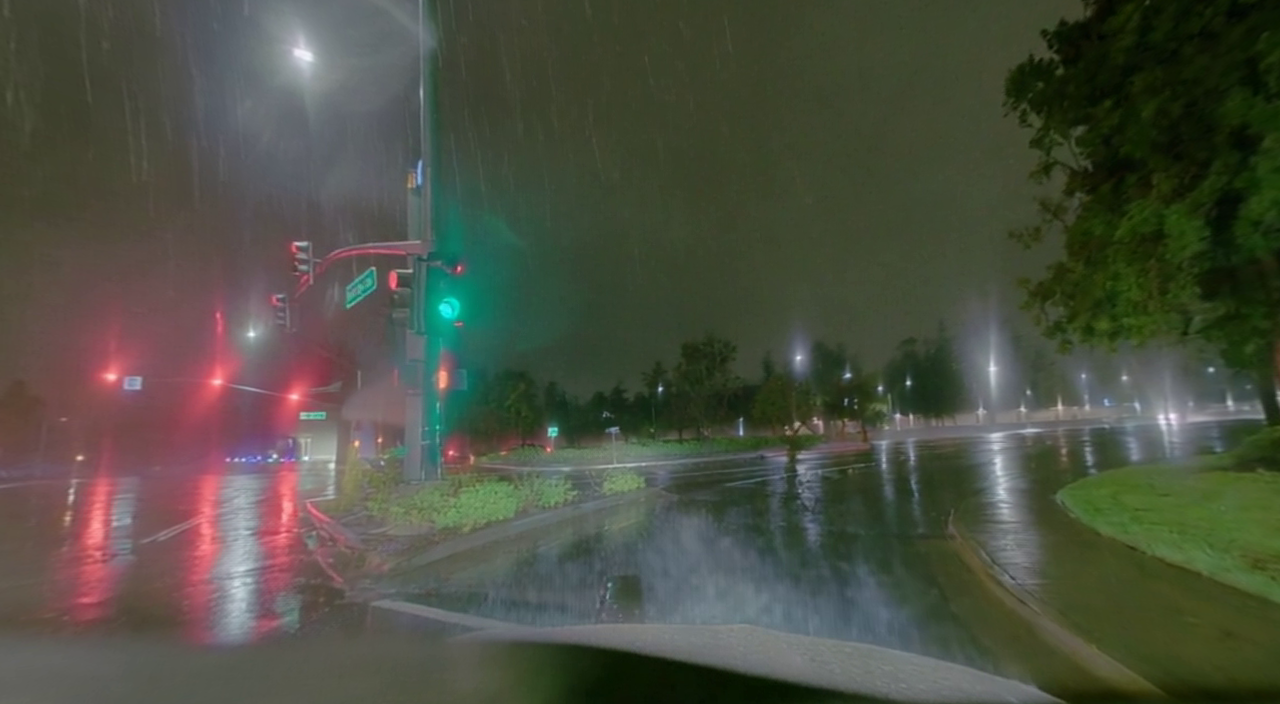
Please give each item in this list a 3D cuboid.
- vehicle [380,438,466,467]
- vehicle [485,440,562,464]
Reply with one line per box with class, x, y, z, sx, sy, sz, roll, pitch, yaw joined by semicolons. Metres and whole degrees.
vehicle;-13.997;6.496;40.763;4.782;1.776;2.118;6;-11;-36
vehicle;-7.403;6.362;40.211;4.527;1.444;1.811;6;-11;-37
